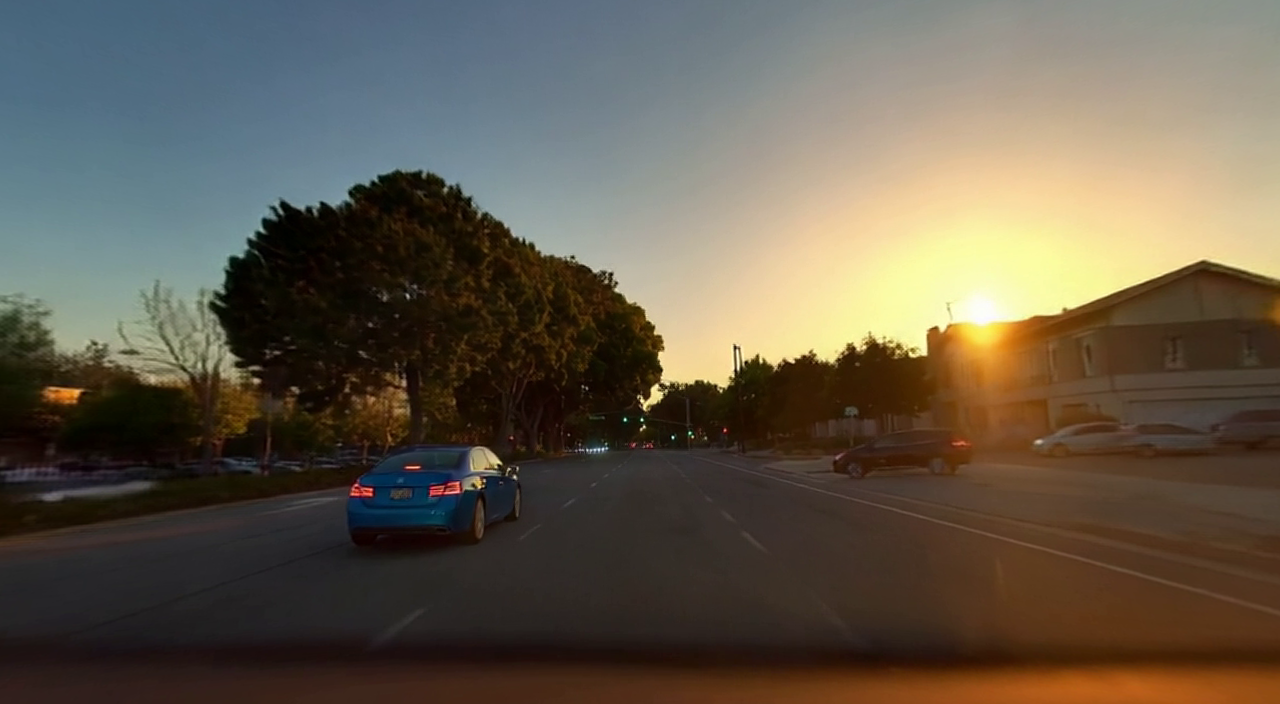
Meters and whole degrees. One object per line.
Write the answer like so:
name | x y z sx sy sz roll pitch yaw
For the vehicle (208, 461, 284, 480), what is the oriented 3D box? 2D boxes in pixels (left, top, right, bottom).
vehicle | -30.875 9.300 49.436 4.737 1.375 1.926 -1 -8 3

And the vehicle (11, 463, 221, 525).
vehicle | -14.525 3.937 17.936 1.964 1.376 4.627 -1 -9 0

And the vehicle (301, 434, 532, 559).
vehicle | -3.080 2.079 9.855 1.924 1.480 4.421 -1 -9 1

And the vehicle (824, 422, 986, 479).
vehicle | 8.567 3.256 20.844 4.511 1.720 2.131 -2 -8 11

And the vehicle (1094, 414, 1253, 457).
vehicle | 19.999 3.217 23.972 1.857 1.471 4.717 0 -9 -1

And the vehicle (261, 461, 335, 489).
vehicle | -20.168 7.256 37.427 1.757 1.449 4.416 -1 -9 3

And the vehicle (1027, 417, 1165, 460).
vehicle | 17.162 3.333 24.050 1.966 1.451 4.297 0 -9 -1
